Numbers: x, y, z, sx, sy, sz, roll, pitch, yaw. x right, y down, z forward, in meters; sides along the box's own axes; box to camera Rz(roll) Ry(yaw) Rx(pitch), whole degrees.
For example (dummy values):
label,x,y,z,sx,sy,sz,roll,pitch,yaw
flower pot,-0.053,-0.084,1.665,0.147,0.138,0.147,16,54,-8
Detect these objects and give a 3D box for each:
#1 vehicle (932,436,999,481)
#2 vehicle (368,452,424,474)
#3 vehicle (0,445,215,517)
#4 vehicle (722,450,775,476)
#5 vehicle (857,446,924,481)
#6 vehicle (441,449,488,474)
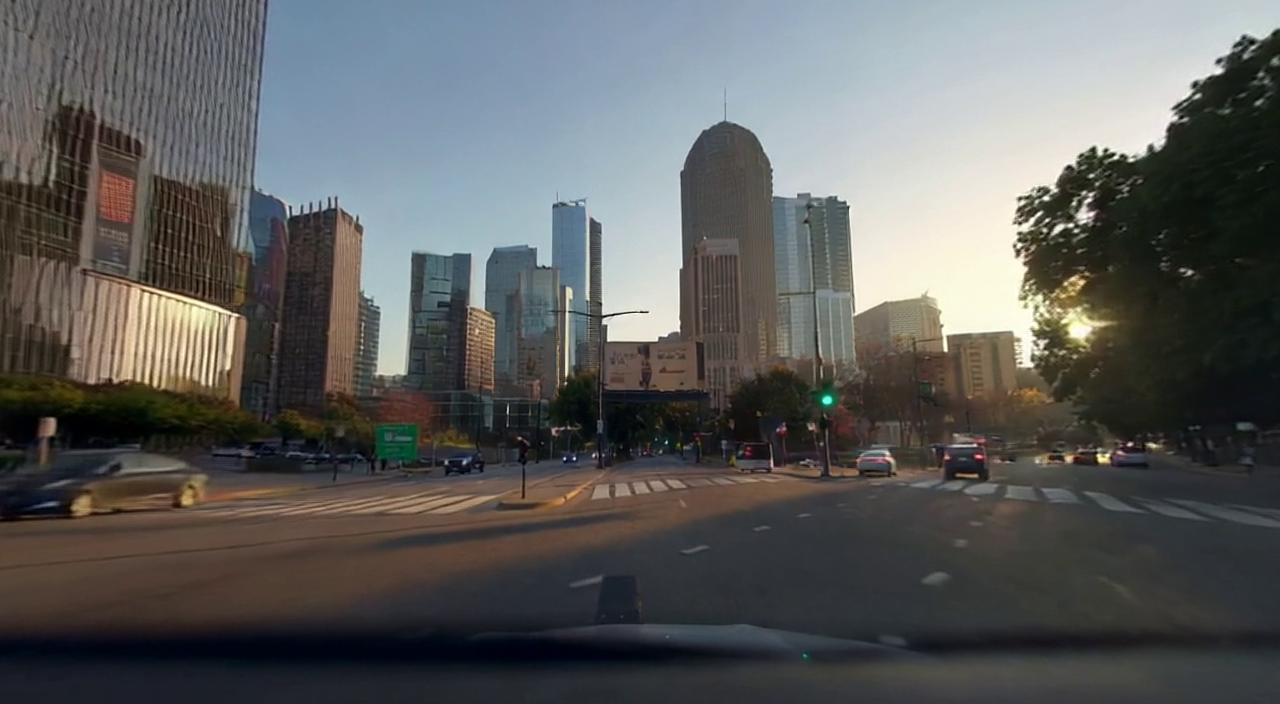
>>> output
label,x,y,z,sx,sy,sz,roll,pitch,yaw
vehicle,15.084,4.856,29.119,2.232,1.814,5.285,-5,-10,31
vehicle,-18.411,8.345,47.890,2.448,1.407,4.308,2,-8,1
vehicle,-14.557,3.435,17.476,2.161,1.681,4.743,0,-9,1
vehicle,6.763,6.992,39.914,2.675,1.452,4.213,-1,-8,1
vehicle,11.929,5.214,29.910,2.023,1.527,5.016,-5,-10,31
vehicle,-13.082,8.179,47.443,1.979,1.727,4.489,-1,-9,4
